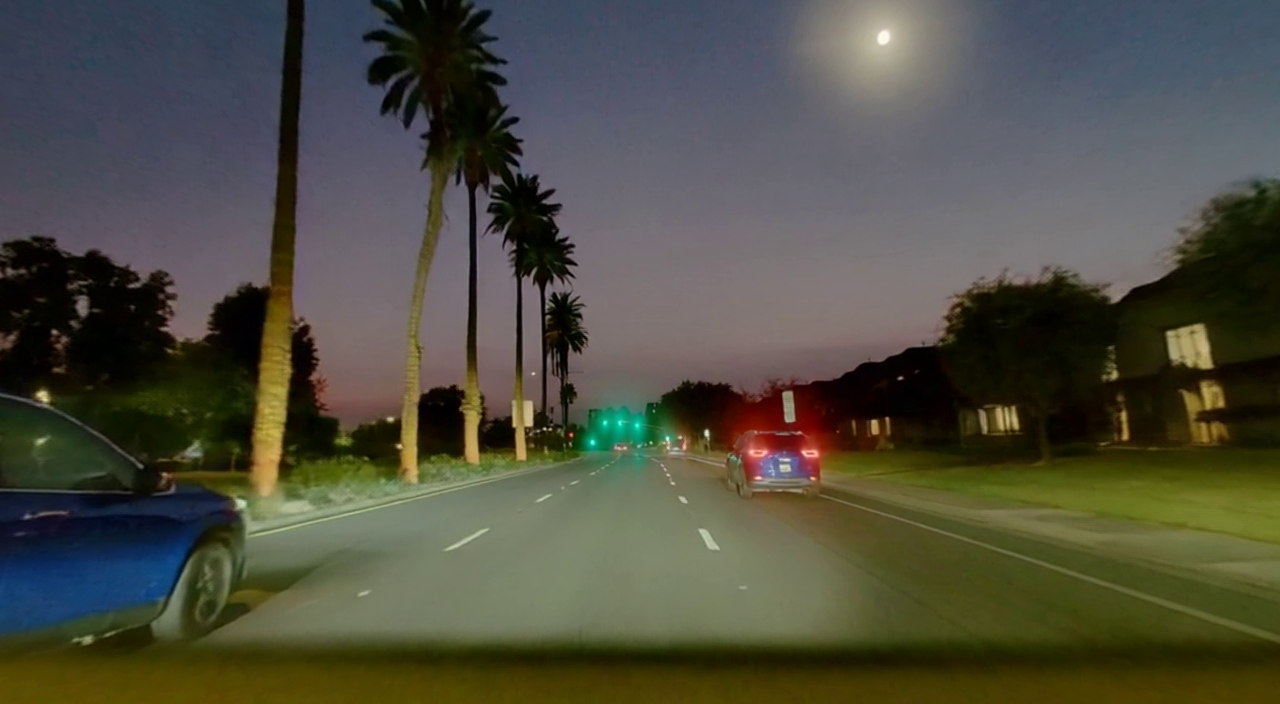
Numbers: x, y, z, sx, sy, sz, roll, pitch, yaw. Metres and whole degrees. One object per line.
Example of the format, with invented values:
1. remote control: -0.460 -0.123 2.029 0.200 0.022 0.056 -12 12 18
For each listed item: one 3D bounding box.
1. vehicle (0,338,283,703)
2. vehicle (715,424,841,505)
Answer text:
1. vehicle: -3.935 0.779 2.468 2.150 1.768 4.868 0 -9 0
2. vehicle: 3.390 2.885 16.516 2.195 1.804 4.658 0 -9 0
